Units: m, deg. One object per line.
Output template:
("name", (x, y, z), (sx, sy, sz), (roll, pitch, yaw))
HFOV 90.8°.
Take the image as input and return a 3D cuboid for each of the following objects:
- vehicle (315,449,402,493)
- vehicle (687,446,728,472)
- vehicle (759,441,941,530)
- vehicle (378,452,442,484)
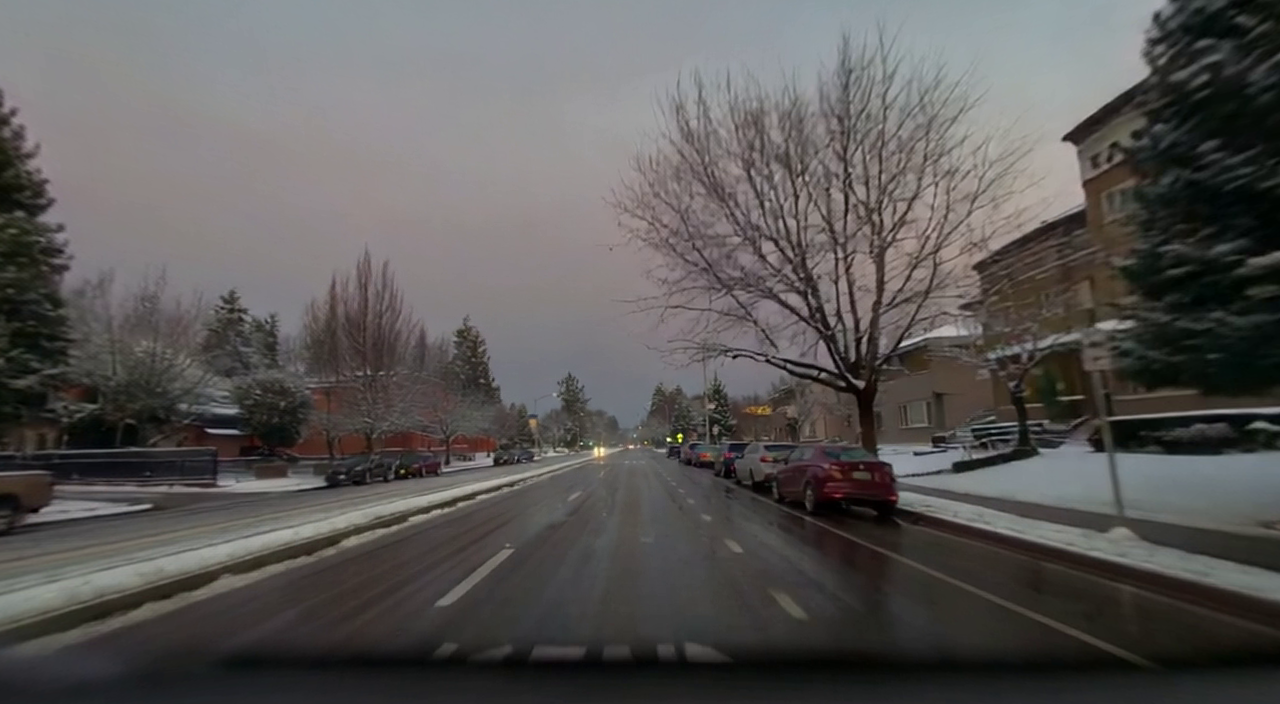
("vehicle", (-13.687, 5.773, 31.124), (2.220, 1.747, 4.980), (-2, -8, -2))
("vehicle", (4.013, 6.410, 38.058), (1.845, 1.443, 4.531), (0, -8, -2))
("vehicle", (3.996, 2.609, 13.096), (2.100, 1.478, 4.816), (0, -8, 0))
("vehicle", (-14.007, 7.073, 38.819), (2.239, 1.645, 4.700), (-2, -8, -1))
